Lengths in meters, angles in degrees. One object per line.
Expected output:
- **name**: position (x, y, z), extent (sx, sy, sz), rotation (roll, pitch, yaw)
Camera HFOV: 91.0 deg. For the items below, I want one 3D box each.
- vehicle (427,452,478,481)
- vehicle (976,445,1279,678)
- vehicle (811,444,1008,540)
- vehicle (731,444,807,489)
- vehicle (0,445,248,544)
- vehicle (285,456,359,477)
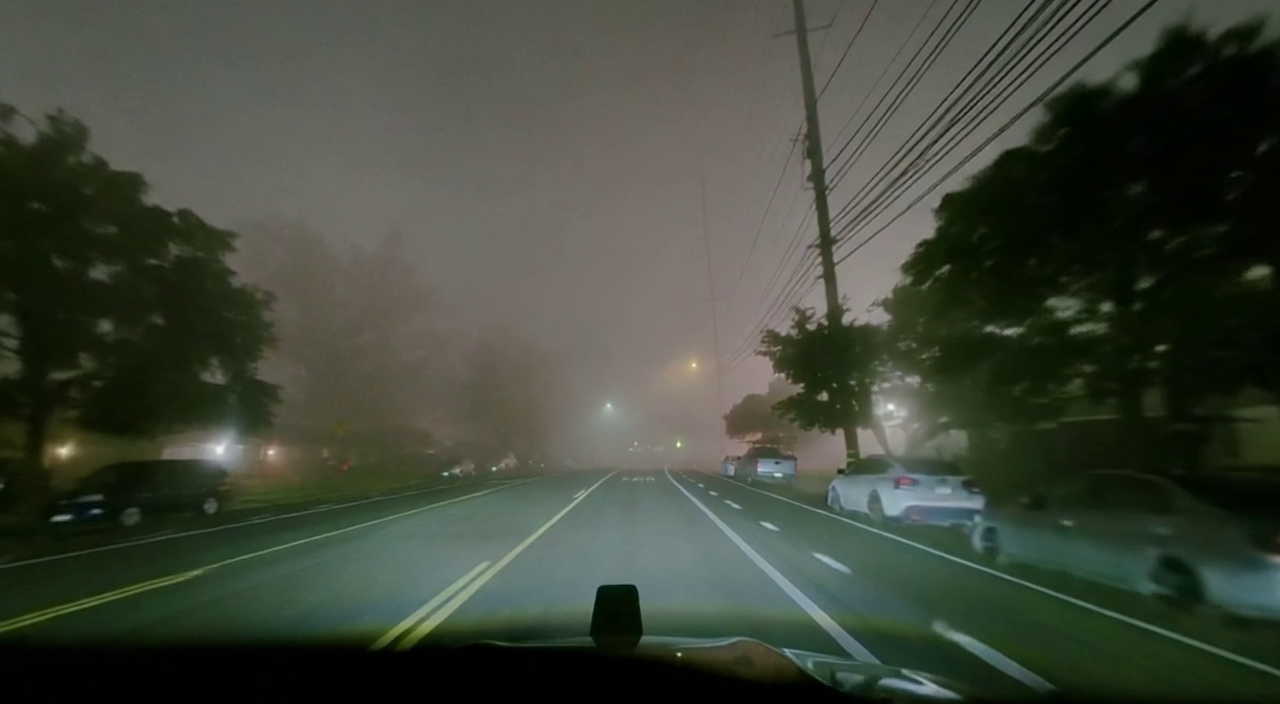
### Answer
- **vehicle**: position (-12.051, 7.385, 40.715), extent (1.907, 1.612, 4.594), rotation (-3, -10, 1)
- **vehicle**: position (5.035, 1.543, 5.366), extent (1.924, 1.471, 4.259), rotation (0, -9, -1)
- **vehicle**: position (4.959, 2.600, 12.400), extent (1.978, 1.529, 4.357), rotation (0, -9, 1)
- **vehicle**: position (5.120, 4.624, 25.823), extent (2.009, 1.649, 5.156), rotation (0, -9, 0)
- **vehicle**: position (-12.049, 3.290, 15.289), extent (2.116, 1.875, 4.675), rotation (-3, -9, -1)
- **vehicle**: position (-23.255, 8.378, 46.121), extent (4.326, 1.468, 2.025), rotation (0, -9, 2)
